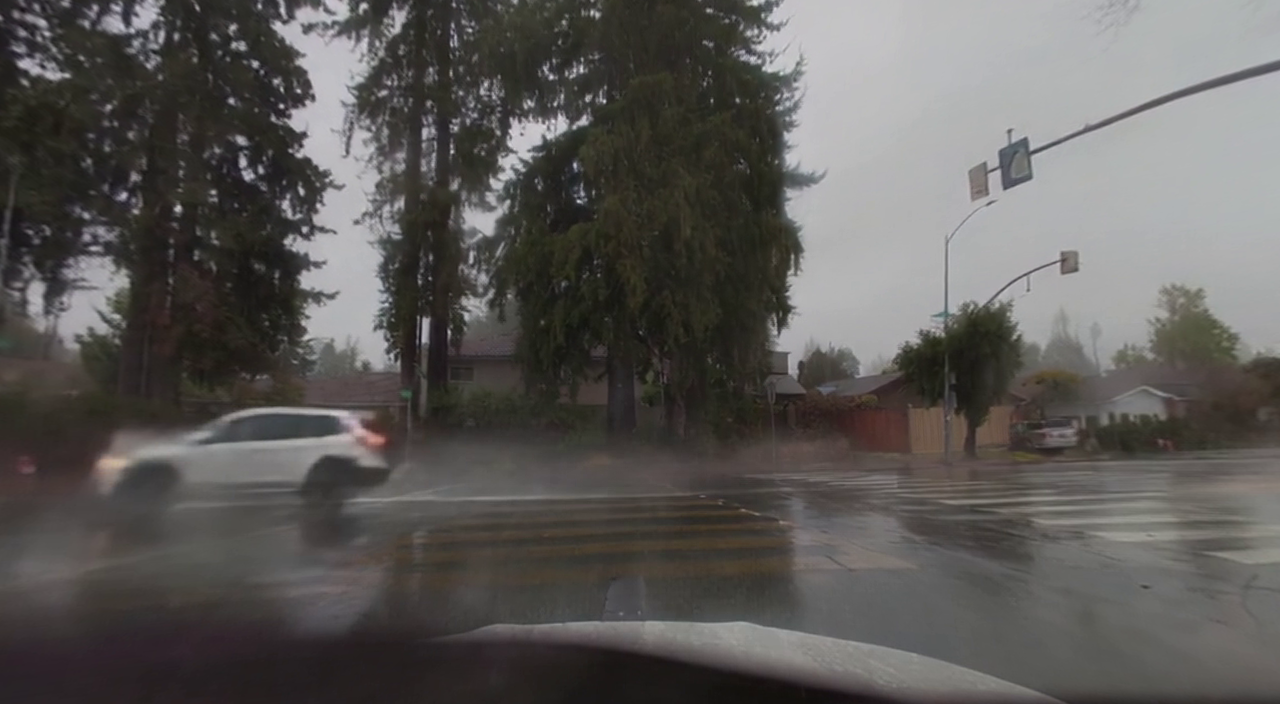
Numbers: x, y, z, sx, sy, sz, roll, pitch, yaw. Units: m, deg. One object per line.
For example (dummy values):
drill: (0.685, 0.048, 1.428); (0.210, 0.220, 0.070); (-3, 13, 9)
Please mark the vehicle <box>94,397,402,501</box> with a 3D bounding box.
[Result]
vehicle: (-7.515, 1.940, 12.849); (4.882, 1.783, 2.093); (3, -9, -21)
